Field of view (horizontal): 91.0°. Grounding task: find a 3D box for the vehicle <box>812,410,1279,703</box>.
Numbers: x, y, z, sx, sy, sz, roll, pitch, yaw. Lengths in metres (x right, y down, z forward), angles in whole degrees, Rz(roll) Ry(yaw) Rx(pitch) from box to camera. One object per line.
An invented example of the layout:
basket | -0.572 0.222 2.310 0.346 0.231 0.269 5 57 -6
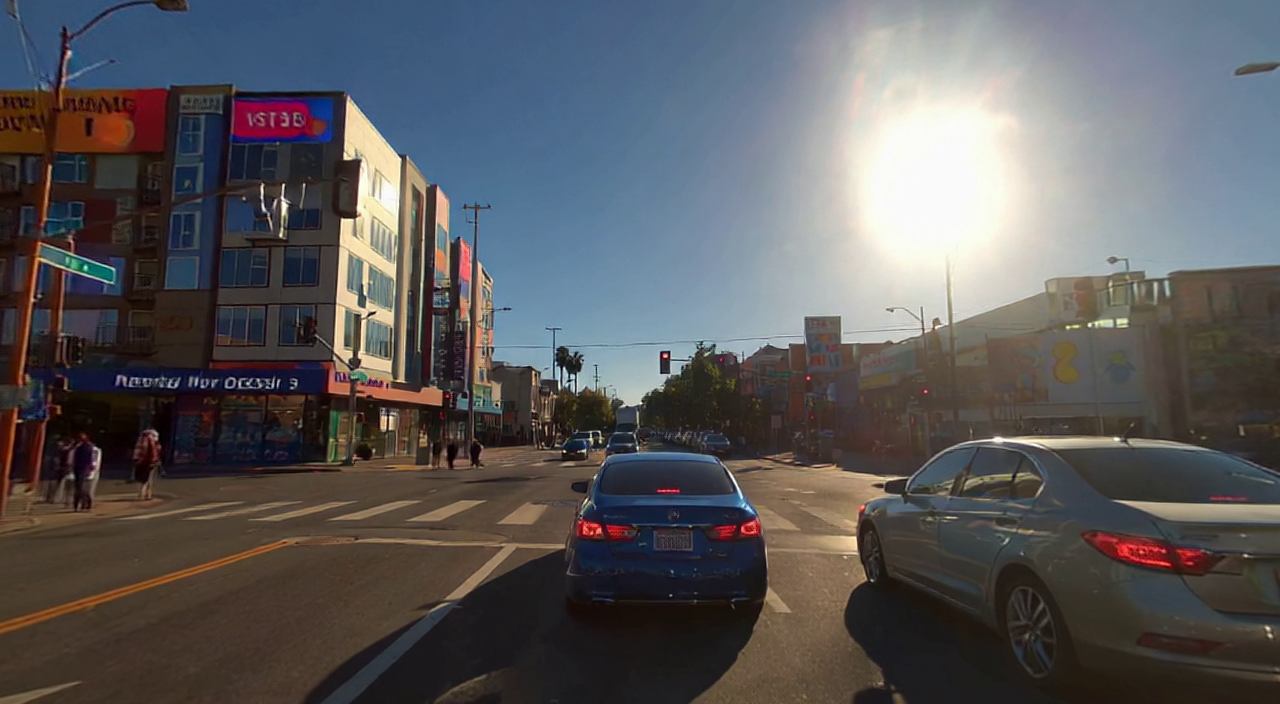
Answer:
vehicle | 2.828 1.288 4.545 1.961 1.498 4.356 0 -8 0

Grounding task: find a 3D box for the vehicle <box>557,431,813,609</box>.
vehicle | 0.303 1.705 7.364 2.132 1.464 4.089 0 -8 -2

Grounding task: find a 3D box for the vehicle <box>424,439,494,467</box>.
vehicle | -10.795 6.032 37.762 2.030 1.596 3.912 -3 -9 20
